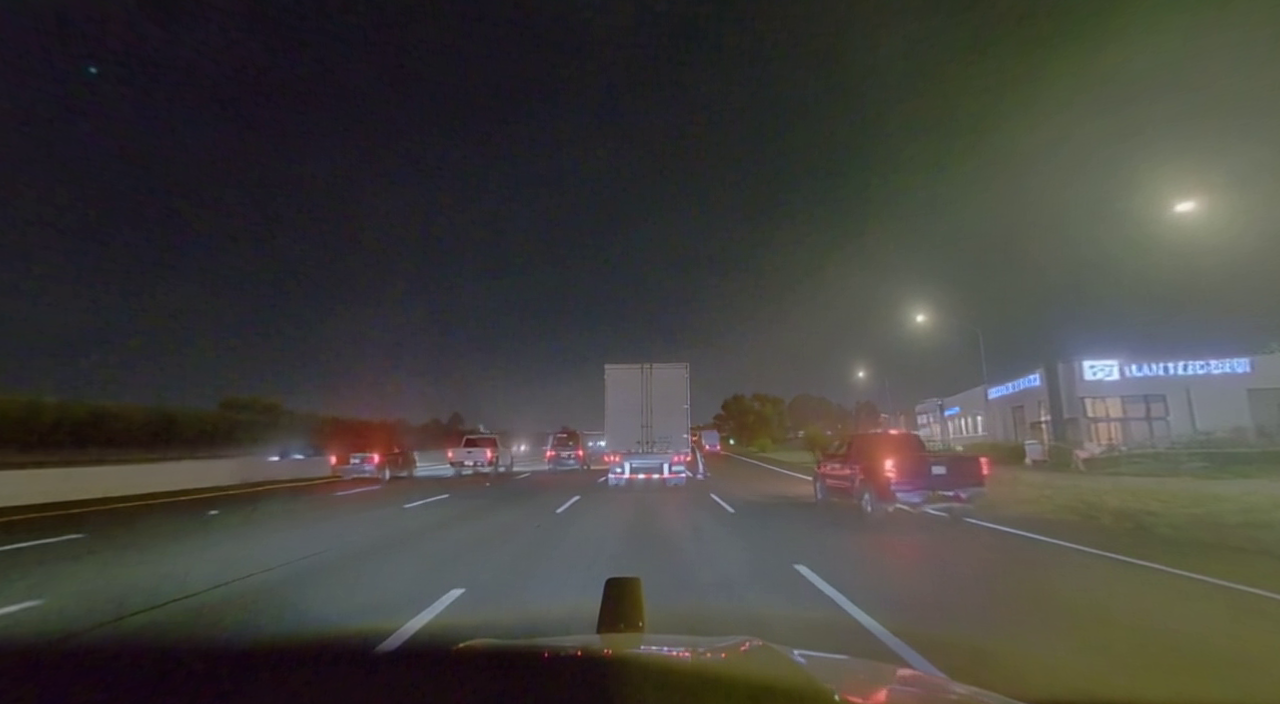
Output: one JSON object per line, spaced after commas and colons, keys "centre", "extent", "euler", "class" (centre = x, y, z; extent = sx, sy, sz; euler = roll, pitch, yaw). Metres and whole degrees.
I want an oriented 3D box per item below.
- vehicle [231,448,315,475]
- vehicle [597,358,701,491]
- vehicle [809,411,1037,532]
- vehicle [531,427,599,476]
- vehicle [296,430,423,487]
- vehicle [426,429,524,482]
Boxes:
{"centre": [-20.966, 6.273, 36.250], "extent": [2.078, 1.429, 4.607], "euler": [0, -9, 0], "class": "vehicle"}
{"centre": [0.147, 2.792, 23.031], "extent": [2.941, 3.794, 9.851], "euler": [0, -9, -1], "class": "vehicle"}
{"centre": [4.889, 2.151, 11.920], "extent": [2.137, 1.796, 4.817], "euler": [0, -9, 1], "class": "vehicle"}
{"centre": [-3.353, 4.684, 29.798], "extent": [2.379, 2.075, 6.169], "euler": [0, -9, 1], "class": "vehicle"}
{"centre": [-10.319, 3.981, 23.876], "extent": [2.089, 1.885, 5.888], "euler": [0, -9, 0], "class": "vehicle"}
{"centre": [-6.731, 4.341, 26.667], "extent": [2.479, 1.978, 5.952], "euler": [0, -9, 1], "class": "vehicle"}
